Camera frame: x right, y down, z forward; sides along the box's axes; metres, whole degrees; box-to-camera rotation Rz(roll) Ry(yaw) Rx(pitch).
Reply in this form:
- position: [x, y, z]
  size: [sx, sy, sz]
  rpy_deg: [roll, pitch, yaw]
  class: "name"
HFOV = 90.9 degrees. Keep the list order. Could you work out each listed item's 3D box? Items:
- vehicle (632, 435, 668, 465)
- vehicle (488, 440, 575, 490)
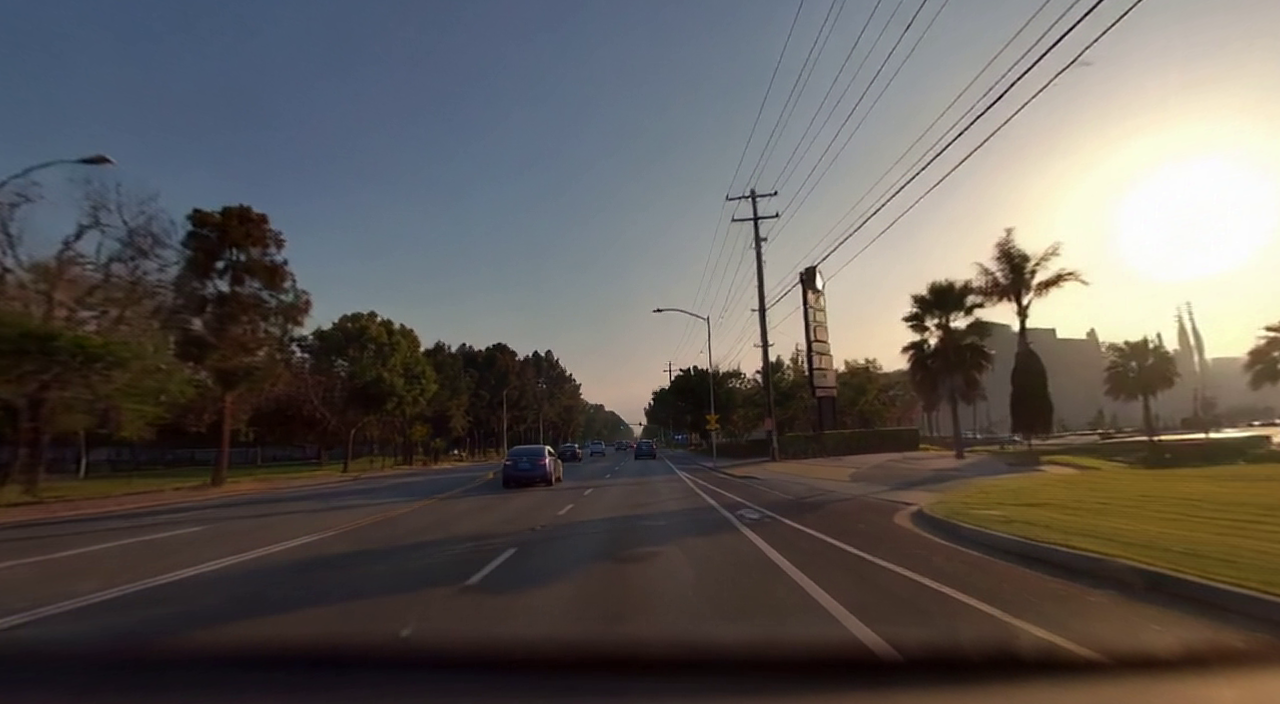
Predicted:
- position: [0.594, 6.249, 40.107]
  size: [2.155, 1.781, 3.977]
  rpy_deg: [0, -9, 0]
  class: "vehicle"
- position: [-3.402, 3.627, 20.558]
  size: [1.982, 1.451, 4.152]
  rpy_deg: [0, -9, 2]
  class: "vehicle"
